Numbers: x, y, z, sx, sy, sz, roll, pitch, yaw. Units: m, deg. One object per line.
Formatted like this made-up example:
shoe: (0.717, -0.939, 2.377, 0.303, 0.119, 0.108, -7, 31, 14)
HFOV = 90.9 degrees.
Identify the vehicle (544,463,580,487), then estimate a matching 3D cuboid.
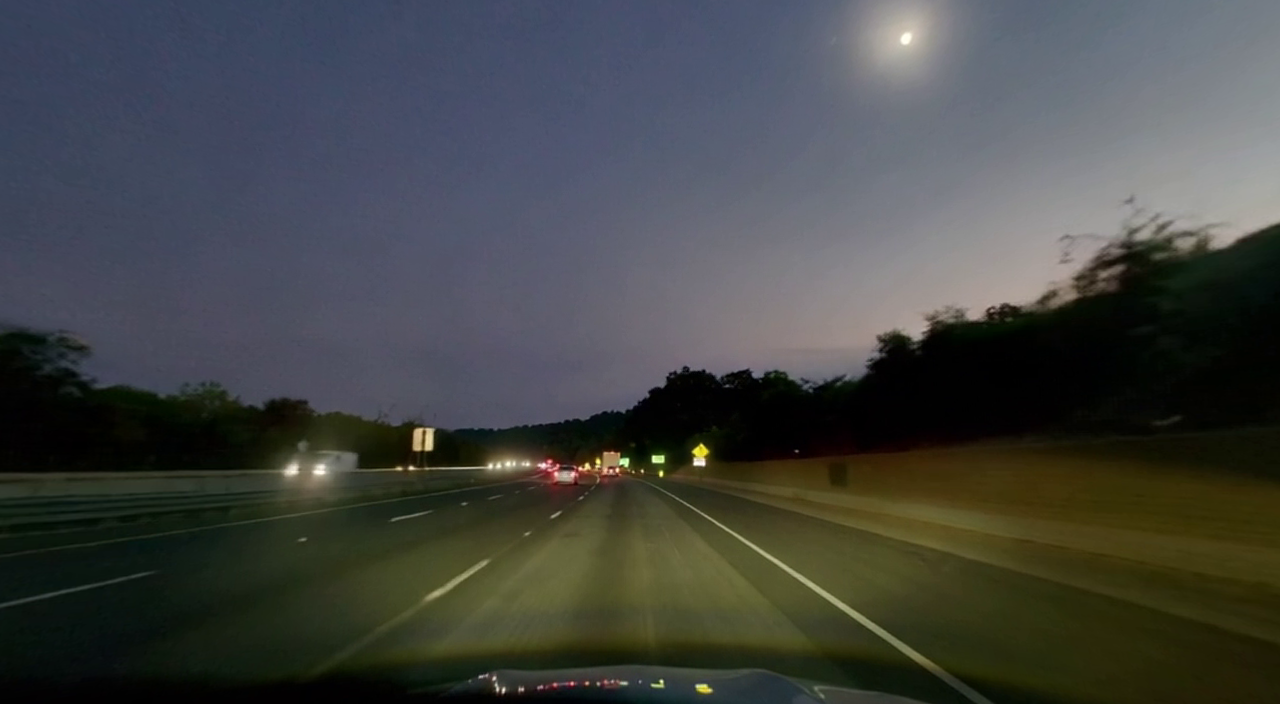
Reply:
vehicle: (-5.340, 8.538, 43.756, 2.115, 1.546, 4.638, 1, -10, -2)

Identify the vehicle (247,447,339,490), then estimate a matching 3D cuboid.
vehicle: (-18.152, 6.146, 33.310, 2.054, 2.055, 4.995, 1, -10, -2)
